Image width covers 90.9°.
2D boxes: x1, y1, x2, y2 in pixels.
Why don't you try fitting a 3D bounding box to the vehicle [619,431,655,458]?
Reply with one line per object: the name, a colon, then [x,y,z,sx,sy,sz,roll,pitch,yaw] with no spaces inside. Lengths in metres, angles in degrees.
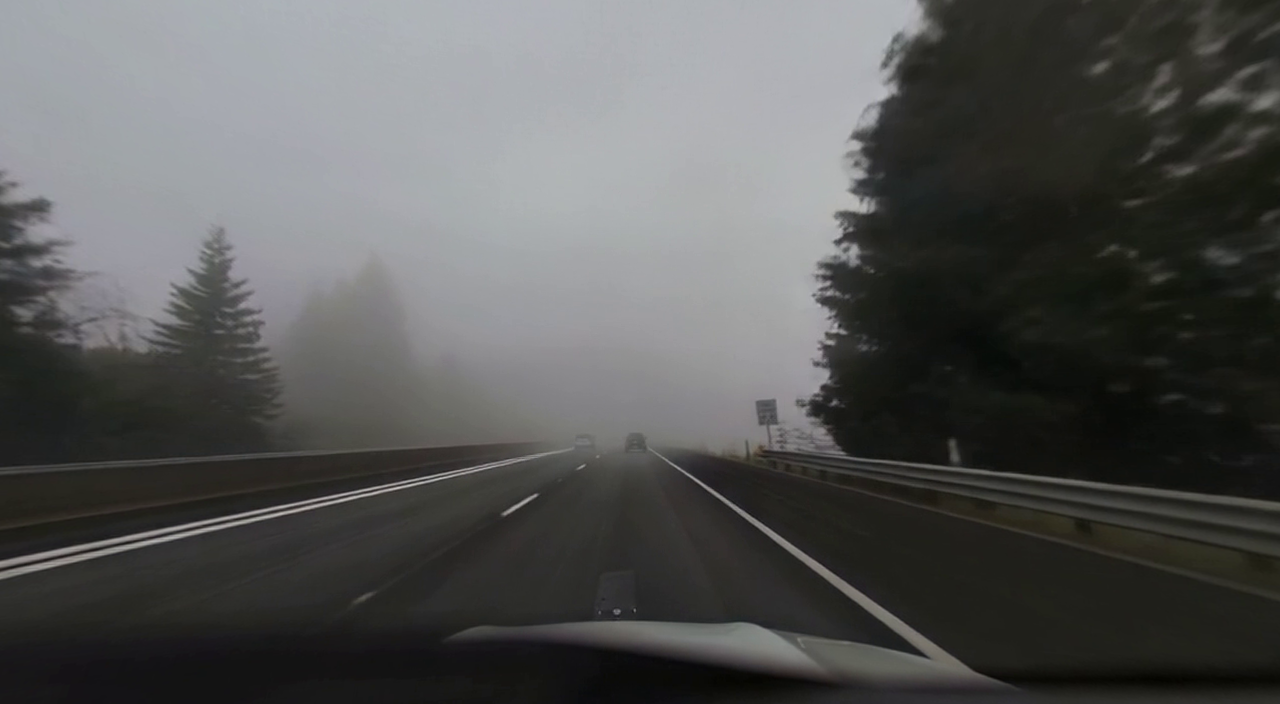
vehicle: [-0.207,5.902,40.381,2.134,1.654,4.174,0,-8,-1]
